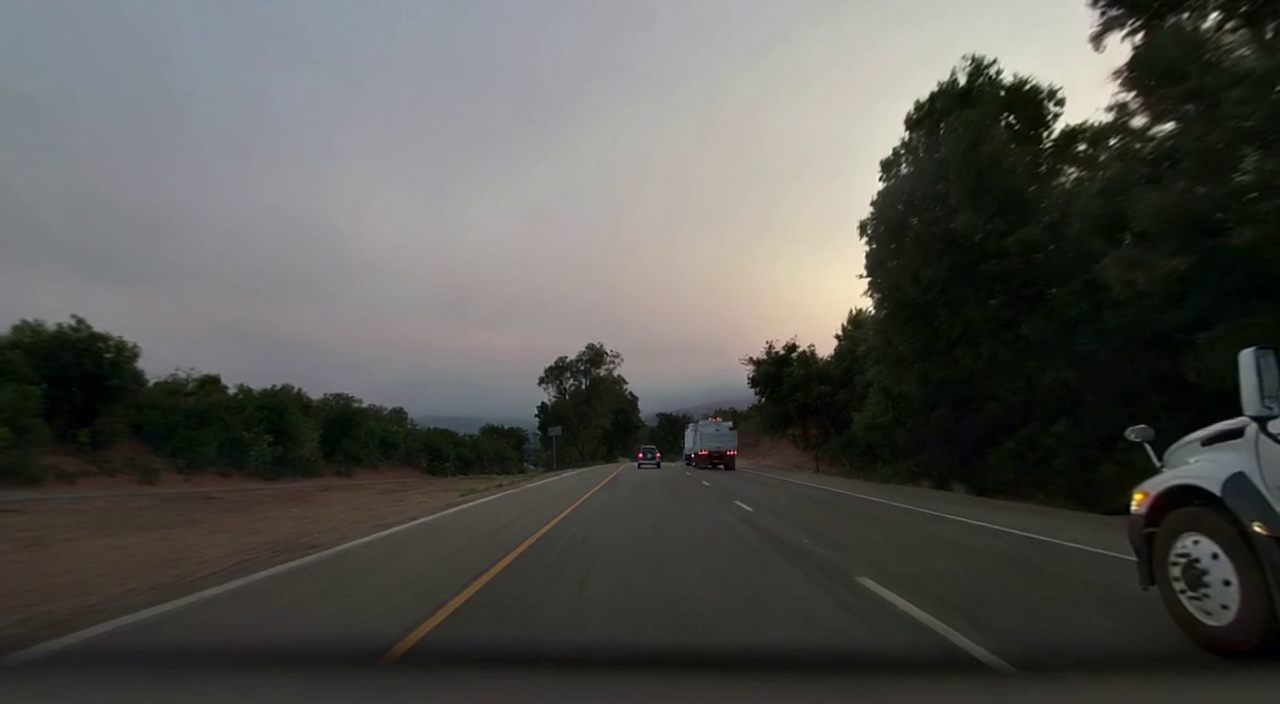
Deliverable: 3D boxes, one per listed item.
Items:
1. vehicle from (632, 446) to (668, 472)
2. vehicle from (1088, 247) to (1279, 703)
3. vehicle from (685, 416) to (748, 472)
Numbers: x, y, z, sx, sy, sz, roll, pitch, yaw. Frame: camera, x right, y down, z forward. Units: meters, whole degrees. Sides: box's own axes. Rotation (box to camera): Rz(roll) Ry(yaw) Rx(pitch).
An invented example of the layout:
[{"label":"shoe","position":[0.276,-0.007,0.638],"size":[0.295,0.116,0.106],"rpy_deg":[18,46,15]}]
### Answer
[{"label":"vehicle","position":[0.604,6.749,39.769],"size":[2.170,1.544,4.373],"rpy_deg":[0,-8,1]},{"label":"vehicle","position":[4.293,0.338,1.092],"size":[2.484,2.248,6.267],"rpy_deg":[0,-8,2]},{"label":"vehicle","position":[4.703,5.906,40.287],"size":[3.015,3.211,7.982],"rpy_deg":[0,-9,0]}]
